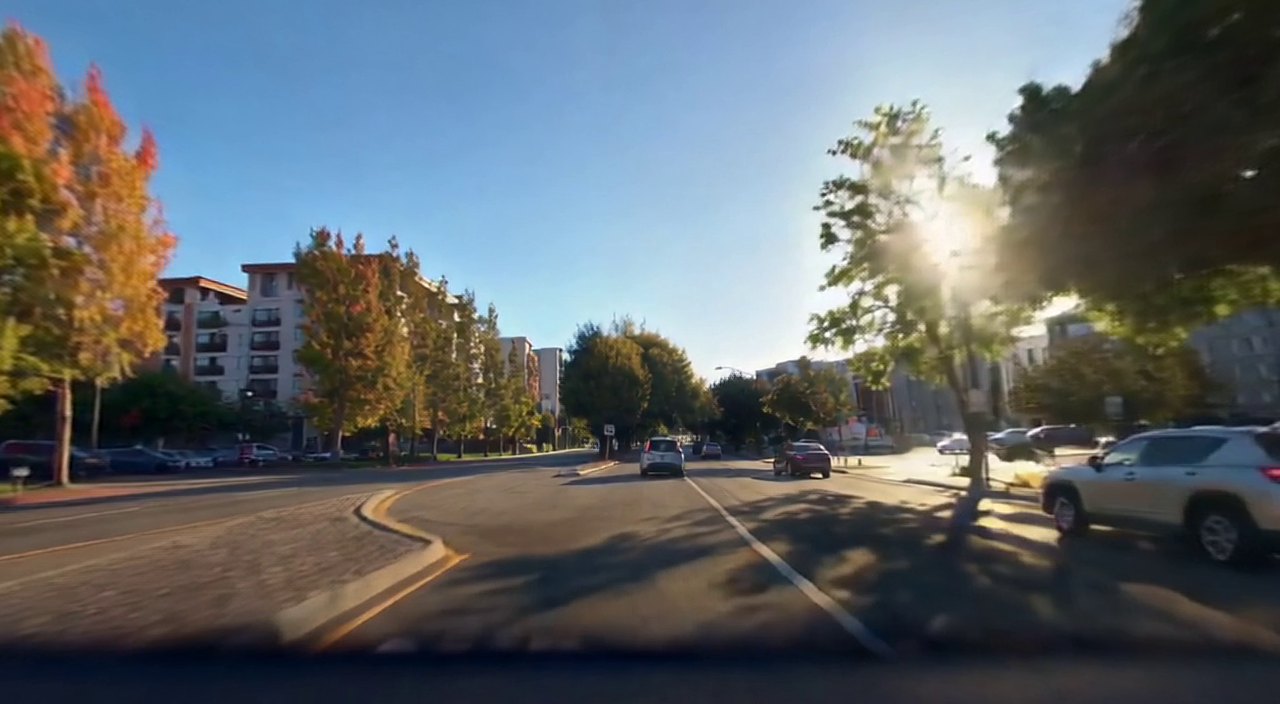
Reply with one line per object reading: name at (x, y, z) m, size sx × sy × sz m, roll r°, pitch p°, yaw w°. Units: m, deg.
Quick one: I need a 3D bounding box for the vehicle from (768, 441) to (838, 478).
vehicle at (7.388, 4.897, 29.158) m, size 2.029 × 1.548 × 4.422 m, roll 0°, pitch -8°, yaw 0°

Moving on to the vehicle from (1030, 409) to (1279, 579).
vehicle at (7.564, 1.743, 8.425) m, size 2.025 × 1.719 × 4.161 m, roll 0°, pitch -8°, yaw 0°

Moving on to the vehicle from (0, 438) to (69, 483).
vehicle at (-29.987, 5.112, 29.888) m, size 3.883 × 1.989 × 2.208 m, roll -1°, pitch -9°, yaw 6°

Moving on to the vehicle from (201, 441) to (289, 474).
vehicle at (-29.762, 7.920, 47.705) m, size 5.278 × 2.181 × 1.993 m, roll -2°, pitch -7°, yaw -2°

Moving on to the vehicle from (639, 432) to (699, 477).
vehicle at (1.174, 4.468, 27.668) m, size 2.227 × 1.794 × 4.457 m, roll 0°, pitch -8°, yaw -3°
